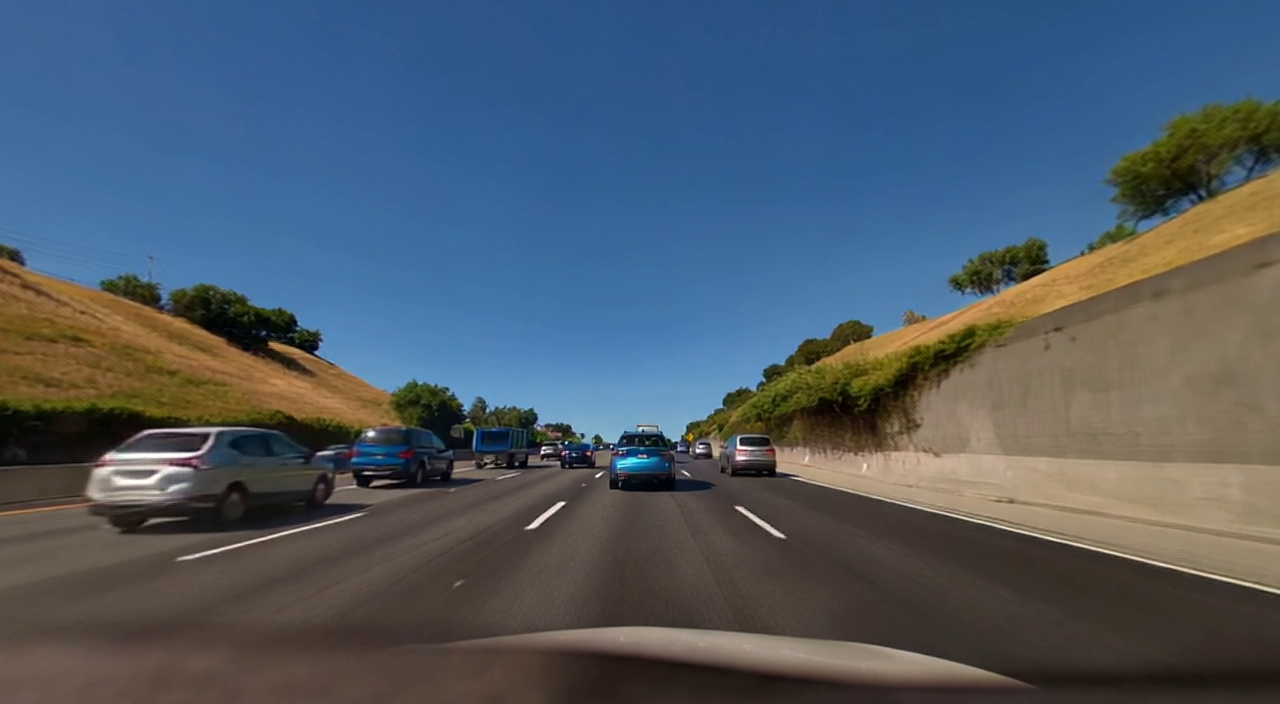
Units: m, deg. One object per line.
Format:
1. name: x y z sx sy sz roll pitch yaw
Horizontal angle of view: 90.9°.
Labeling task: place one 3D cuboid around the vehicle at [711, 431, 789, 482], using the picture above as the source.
1. vehicle: 4.096 3.994 24.273 2.092 1.723 4.629 0 -9 -1

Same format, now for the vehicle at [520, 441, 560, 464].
1. vehicle: -6.830 6.946 43.610 1.957 1.467 4.640 0 -9 1

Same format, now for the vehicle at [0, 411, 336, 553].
1. vehicle: -6.937 1.918 9.934 2.024 1.706 4.462 0 -9 1

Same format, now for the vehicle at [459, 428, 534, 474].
1. vehicle: -6.687 4.712 30.056 2.294 1.982 5.040 0 -9 1

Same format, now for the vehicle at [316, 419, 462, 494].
1. vehicle: -7.276 3.128 19.044 2.230 1.928 5.112 0 -9 1

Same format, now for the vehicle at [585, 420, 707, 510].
1. vehicle: 0.134 2.611 14.907 2.447 1.804 4.273 0 -9 0

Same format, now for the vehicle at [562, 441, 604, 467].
1. vehicle: -3.366 6.128 37.919 2.108 1.442 4.143 0 -9 1
